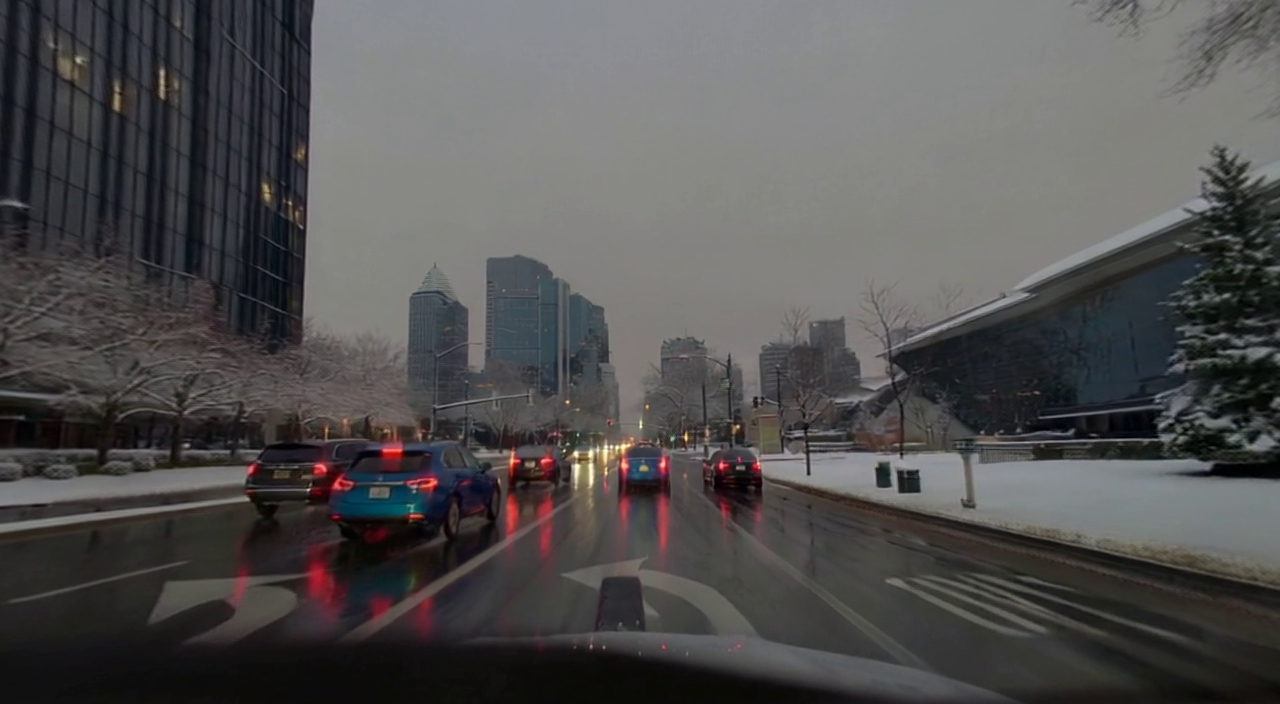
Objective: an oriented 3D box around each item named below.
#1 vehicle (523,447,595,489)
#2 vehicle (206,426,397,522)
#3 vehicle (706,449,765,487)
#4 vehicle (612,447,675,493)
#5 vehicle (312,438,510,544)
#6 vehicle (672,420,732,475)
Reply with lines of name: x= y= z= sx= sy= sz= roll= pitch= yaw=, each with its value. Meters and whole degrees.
vehicle: x=-3.090 y=4.537 z=25.011 sx=2.044 sy=1.508 sz=4.479 roll=0 pitch=-9 yaw=2
vehicle: x=-7.134 y=2.589 z=13.853 sx=1.902 sy=1.765 sz=3.973 roll=0 pitch=-9 yaw=1
vehicle: x=4.093 y=5.035 z=27.679 sx=1.940 sy=1.514 sz=4.187 roll=0 pitch=-9 yaw=0
vehicle: x=0.145 y=4.361 z=23.700 sx=2.174 sy=1.509 sz=4.374 roll=0 pitch=-9 yaw=1
vehicle: x=-3.780 y=2.341 z=11.314 sx=1.933 sy=1.520 sz=4.195 roll=0 pitch=-9 yaw=0
vehicle: x=4.124 y=6.834 z=45.028 sx=3.074 sy=3.316 sz=12.953 roll=0 pitch=-9 yaw=0
